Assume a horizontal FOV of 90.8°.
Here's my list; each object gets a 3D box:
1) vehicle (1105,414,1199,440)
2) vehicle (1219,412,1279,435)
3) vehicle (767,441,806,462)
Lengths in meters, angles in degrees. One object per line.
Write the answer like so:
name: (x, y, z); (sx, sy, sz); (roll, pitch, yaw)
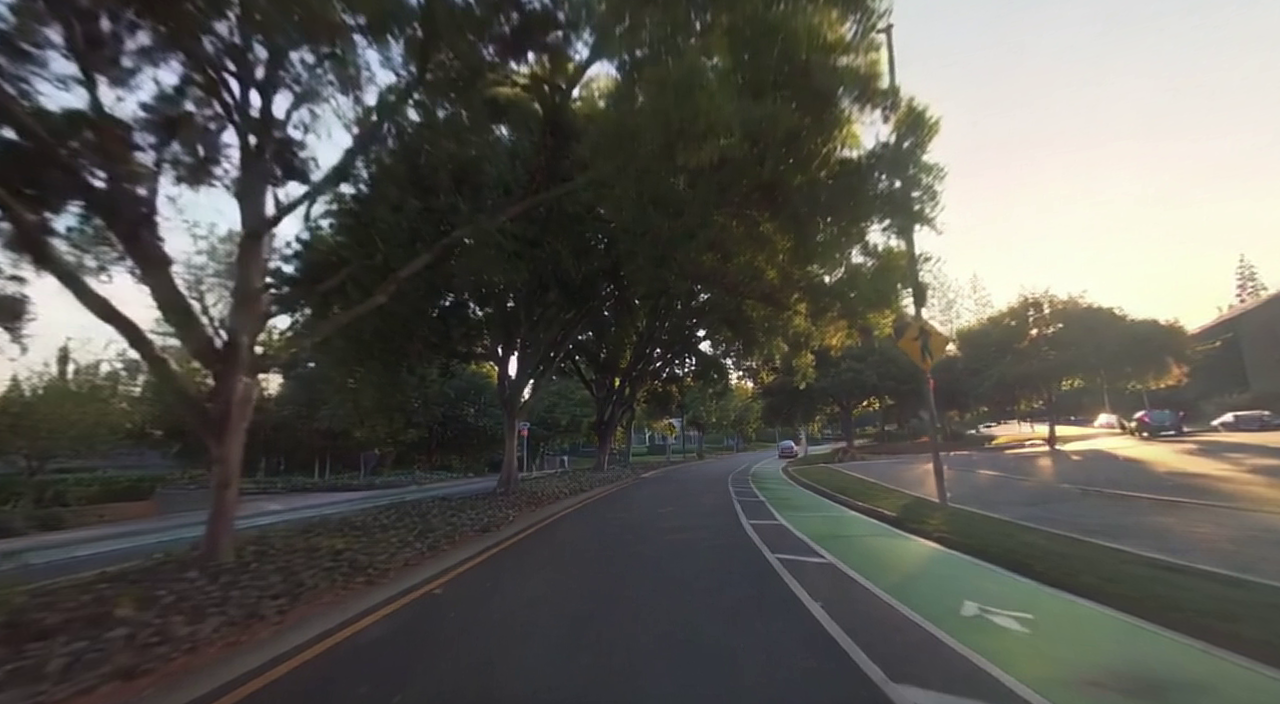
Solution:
vehicle: (33.488, 4.942, 41.376); (4.615, 1.610, 2.040); (1, -9, -7)
vehicle: (41.153, 4.714, 41.580); (4.406, 1.461, 1.851); (1, -8, -6)
vehicle: (11.037, 7.449, 47.430); (2.109, 1.490, 4.619); (-4, -9, 22)
